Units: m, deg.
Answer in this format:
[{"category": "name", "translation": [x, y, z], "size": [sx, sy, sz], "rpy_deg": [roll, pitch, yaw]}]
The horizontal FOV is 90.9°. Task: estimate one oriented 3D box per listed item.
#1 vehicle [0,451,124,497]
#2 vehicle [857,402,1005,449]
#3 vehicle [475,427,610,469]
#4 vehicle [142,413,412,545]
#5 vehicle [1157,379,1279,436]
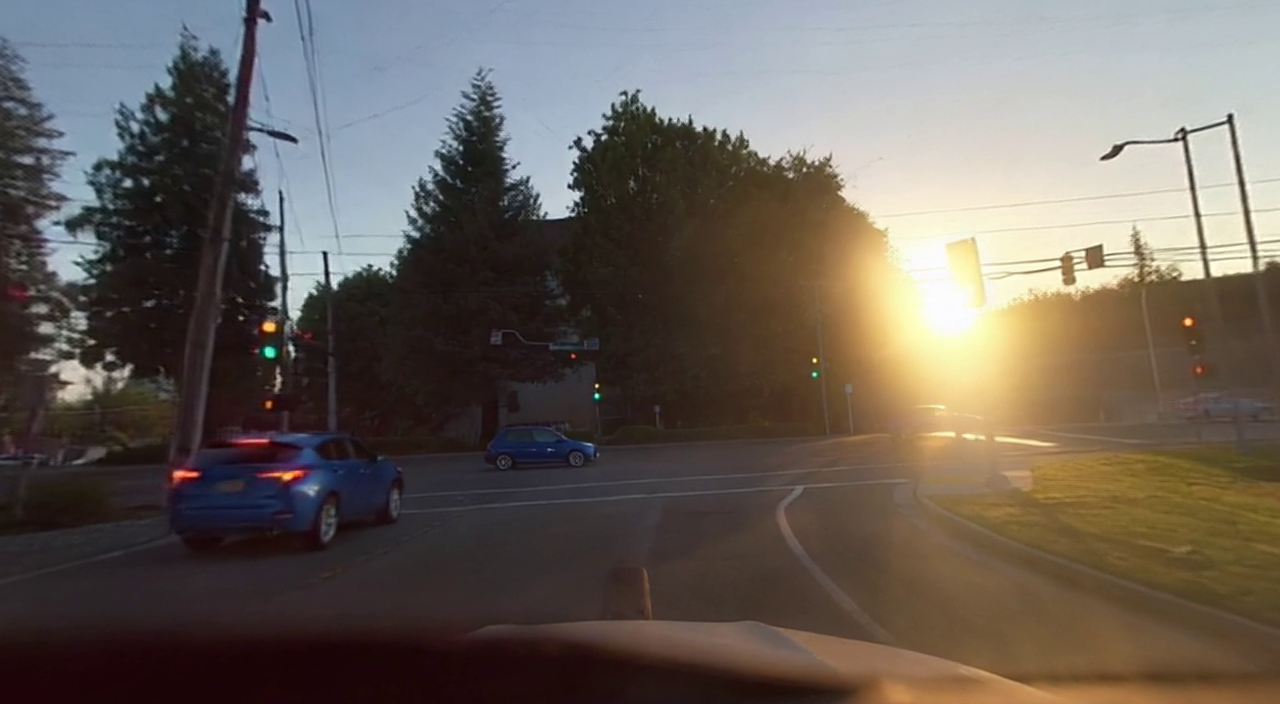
[{"category": "vehicle", "translation": [-21.397, 4.262, 22.143], "size": [4.610, 1.476, 2.021], "rpy_deg": [0, -9, -4]}, {"category": "vehicle", "translation": [10.955, 2.825, 23.965], "size": [4.636, 1.668, 1.935], "rpy_deg": [0, -9, -2]}, {"category": "vehicle", "translation": [-3.489, 3.522, 23.384], "size": [4.757, 1.442, 1.858], "rpy_deg": [0, -7, -3]}, {"category": "vehicle", "translation": [-5.703, 2.048, 10.810], "size": [1.928, 1.726, 4.704], "rpy_deg": [0, -9, -2]}, {"category": "vehicle", "translation": [23.487, 2.184, 24.412], "size": [4.950, 2.022, 2.221], "rpy_deg": [0, -9, -4]}]
